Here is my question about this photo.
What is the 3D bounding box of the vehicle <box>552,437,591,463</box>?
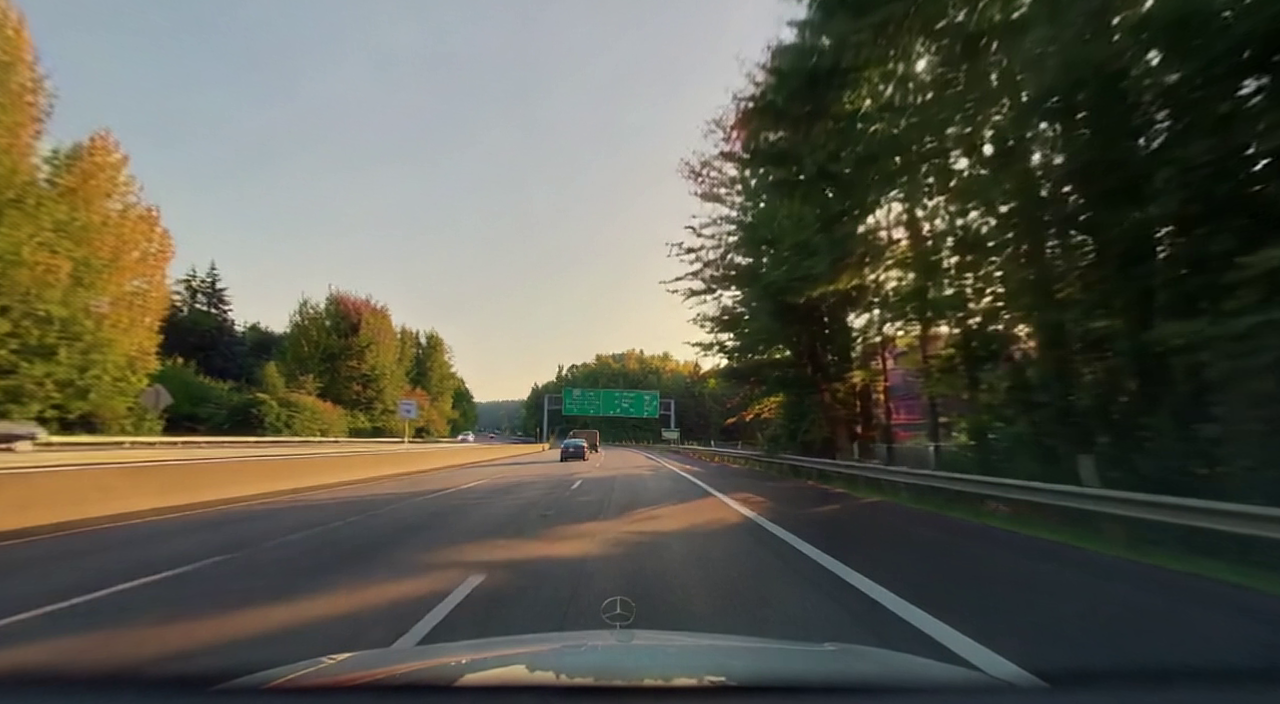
[{"bbox_3d":[-4.572,6.665,42.849,2.217,1.604,4.614,0,-8,-1],"label":"vehicle"}]
